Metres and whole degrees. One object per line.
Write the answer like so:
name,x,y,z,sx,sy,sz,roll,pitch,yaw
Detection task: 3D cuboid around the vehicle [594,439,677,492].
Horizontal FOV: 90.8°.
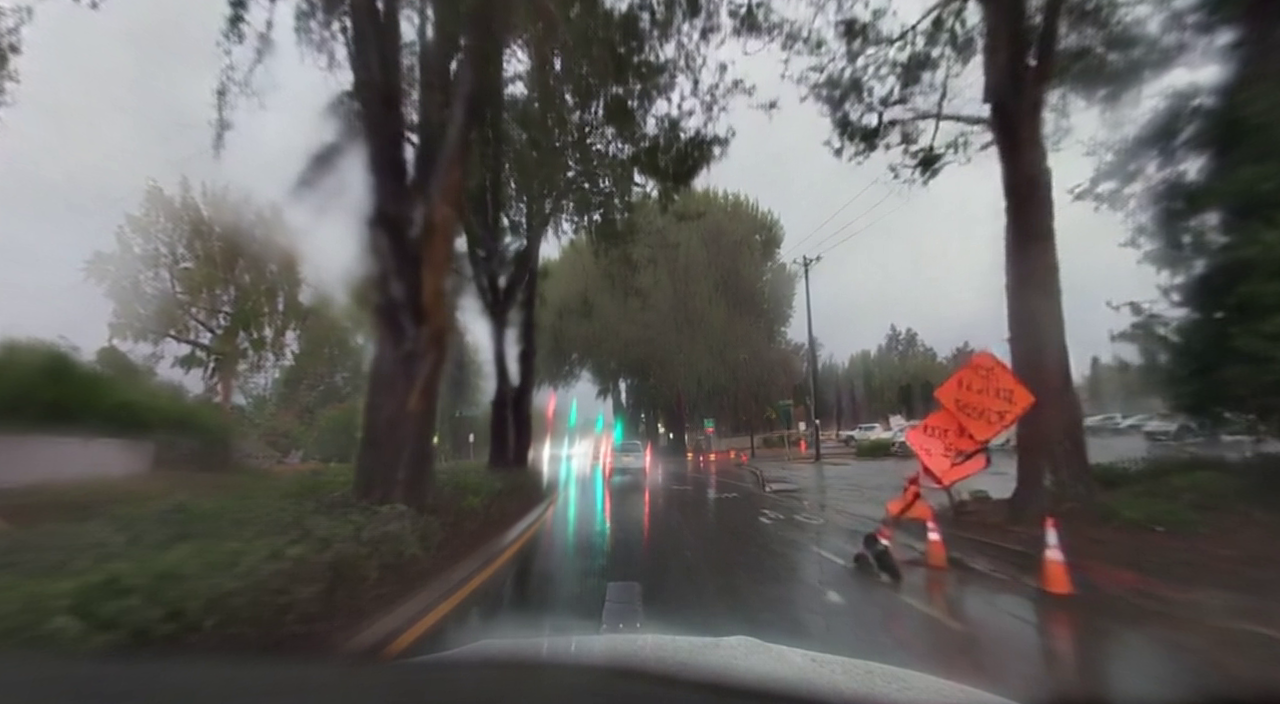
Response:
vehicle,-0.282,3.631,20.680,2.266,1.508,4.430,1,-8,-6

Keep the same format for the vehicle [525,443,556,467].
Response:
vehicle,-7.215,7.459,46.003,2.077,1.665,4.206,1,-9,-8
